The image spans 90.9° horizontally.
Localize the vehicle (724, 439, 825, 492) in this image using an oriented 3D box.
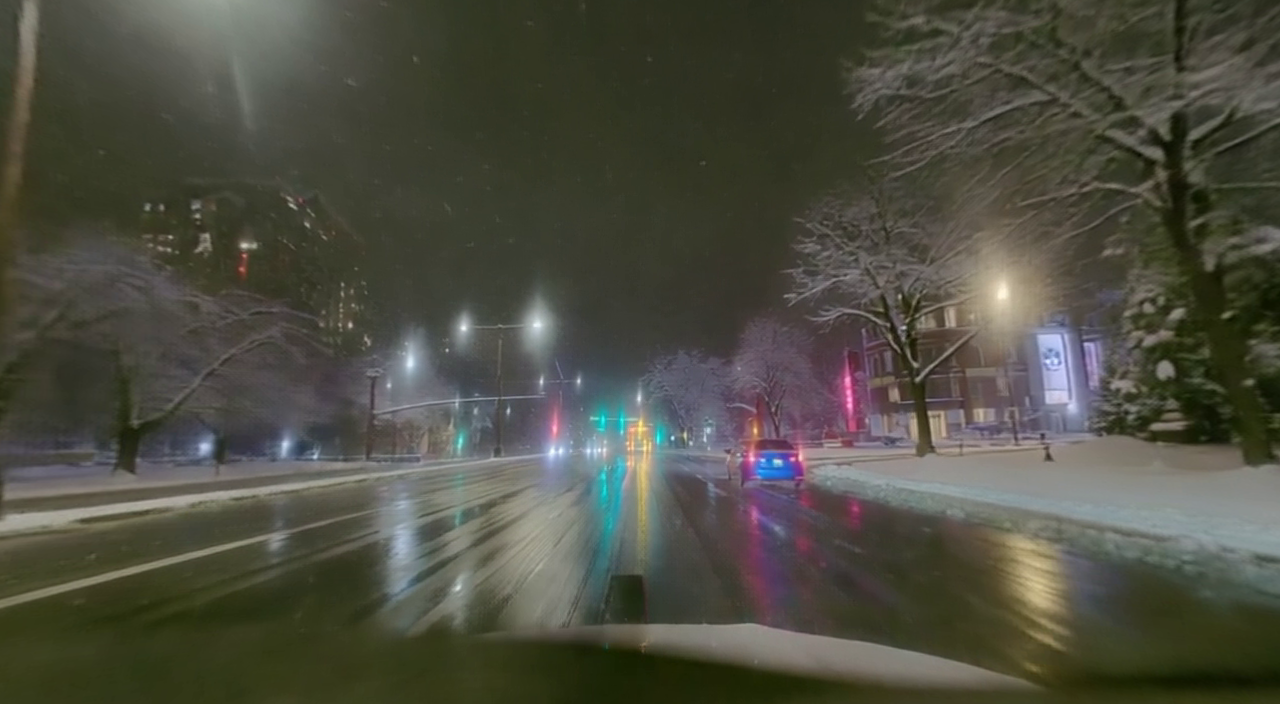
[{"bbox_3d":[4.005,3.461,19.682,2.005,1.442,4.675,0,-8,-1],"label":"vehicle"}]
